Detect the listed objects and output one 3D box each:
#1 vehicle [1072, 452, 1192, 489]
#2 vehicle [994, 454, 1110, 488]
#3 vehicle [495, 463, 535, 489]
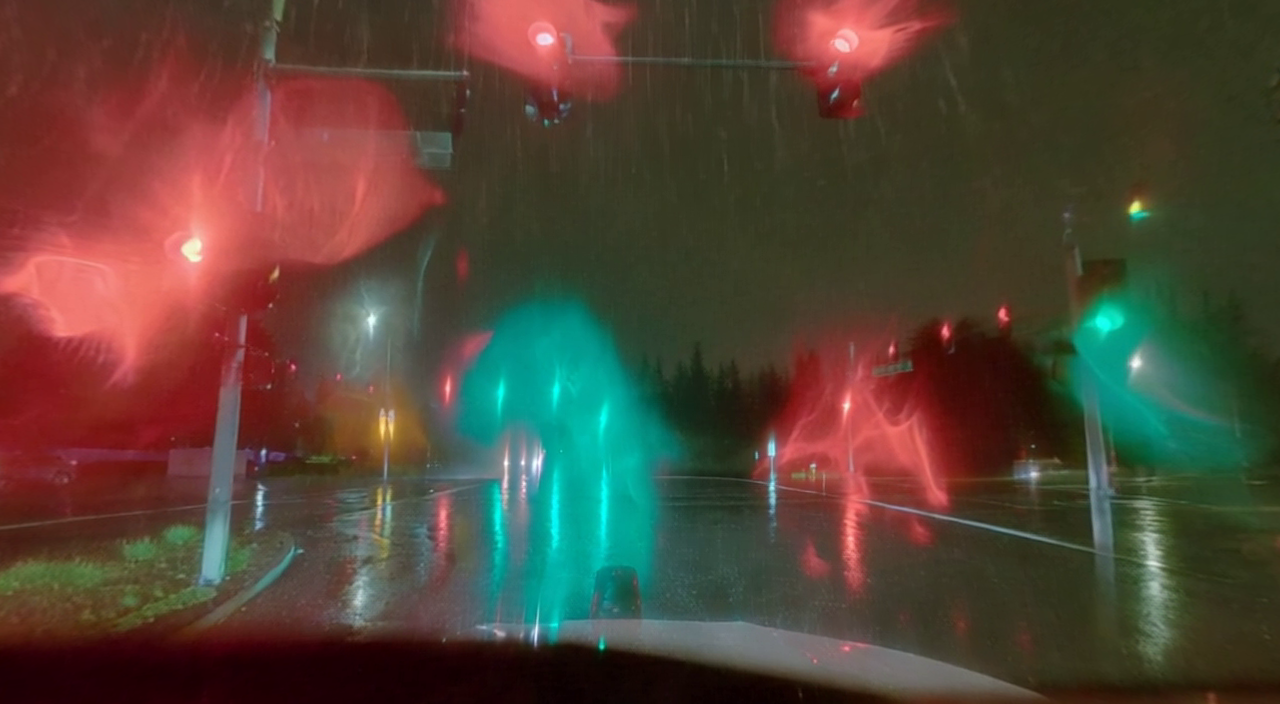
[{"bbox_3d":[22.696,5.444,29.127,3.998,1.590,1.936,1,-9,-6],"label":"vehicle"},{"bbox_3d":[21.177,6.152,32.497,4.455,1.647,2.124,1,-12,-6],"label":"vehicle"},{"bbox_3d":[-9.052,9.000,45.916,2.045,1.608,3.709,0,-8,1],"label":"vehicle"}]
